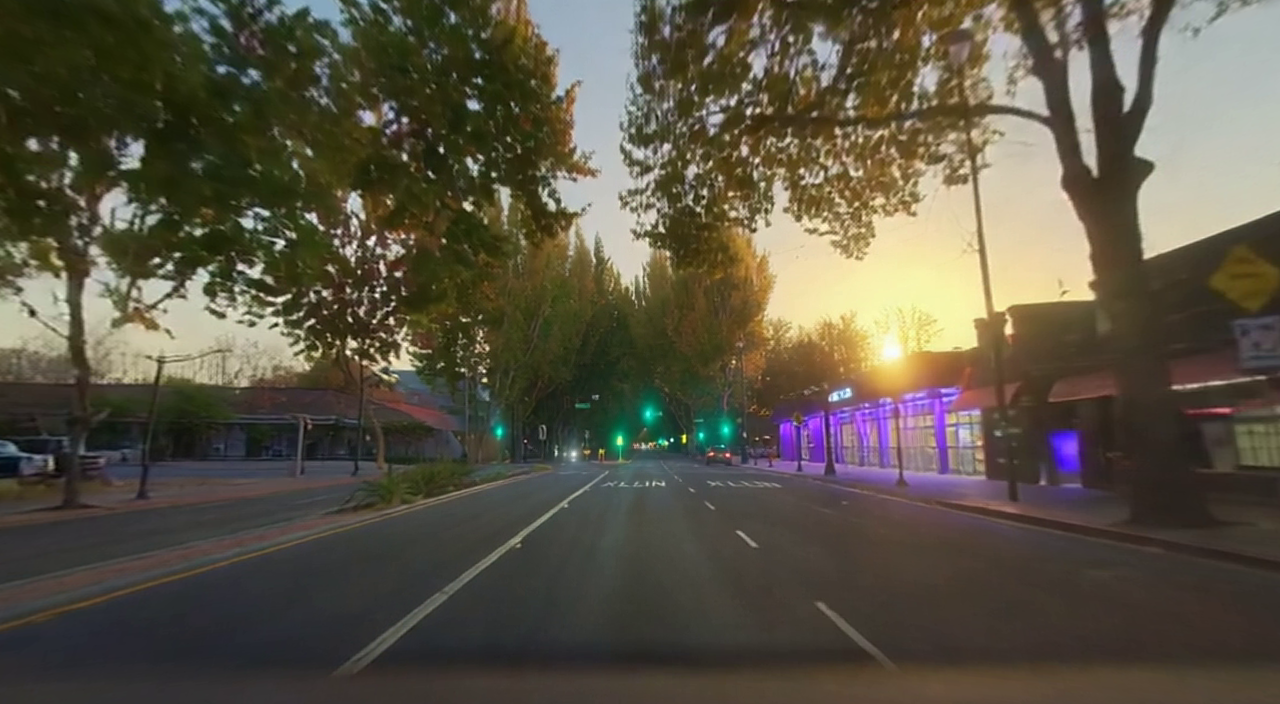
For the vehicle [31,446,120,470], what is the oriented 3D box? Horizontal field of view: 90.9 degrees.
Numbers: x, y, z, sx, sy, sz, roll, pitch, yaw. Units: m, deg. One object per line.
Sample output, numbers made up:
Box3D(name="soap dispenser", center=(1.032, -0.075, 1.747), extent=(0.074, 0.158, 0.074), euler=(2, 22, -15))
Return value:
Box3D(name="vehicle", center=(-44.167, 8.290, 49.415), extent=(4.973, 1.790, 1.987), euler=(0, -8, -1))
